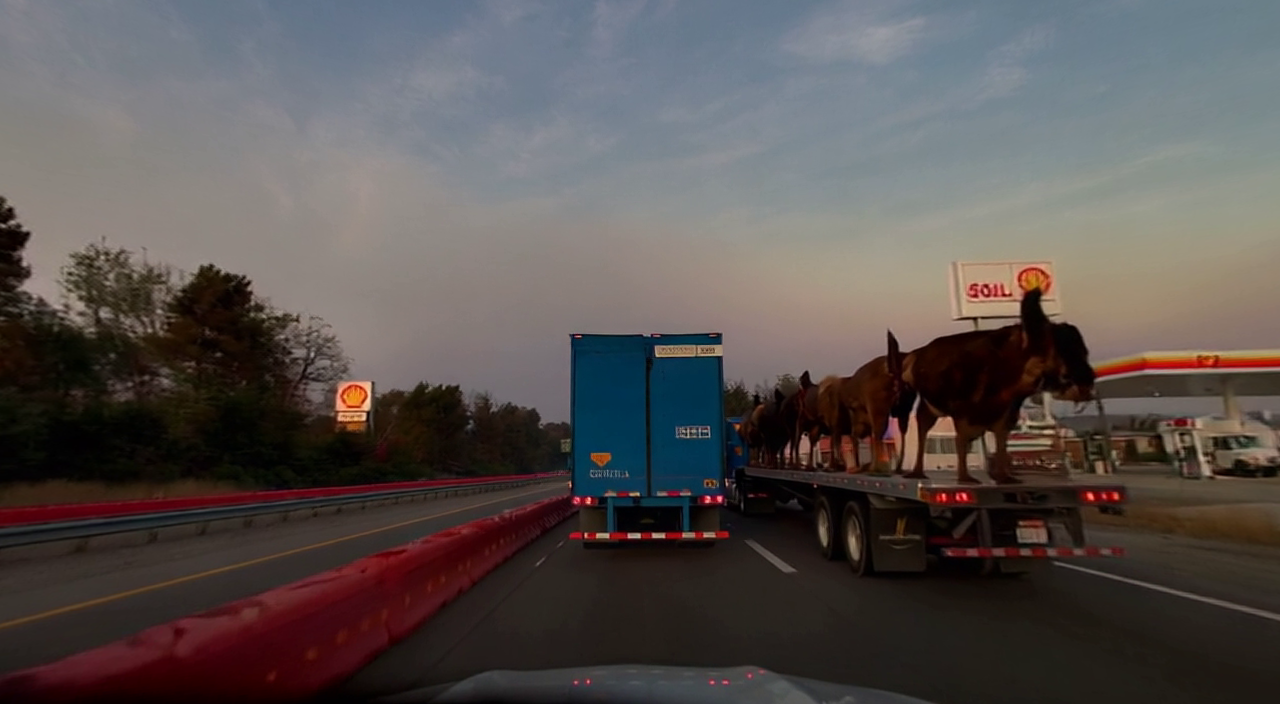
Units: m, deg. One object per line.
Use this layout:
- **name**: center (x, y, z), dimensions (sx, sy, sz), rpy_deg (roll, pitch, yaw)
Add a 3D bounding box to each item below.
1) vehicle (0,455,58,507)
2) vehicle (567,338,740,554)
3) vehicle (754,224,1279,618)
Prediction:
- **vehicle**: center (-48.142, 9.891, 49.180), dimensions (13.553, 3.527, 2.924), rpy_deg (-10, -15, 44)
- **vehicle**: center (0.217, 2.206, 14.105), dimensions (2.618, 3.306, 8.676), rpy_deg (1, -10, 0)
- **vehicle**: center (4.360, 1.404, 10.538), dimensions (2.936, 3.640, 9.443), rpy_deg (1, -10, -1)
